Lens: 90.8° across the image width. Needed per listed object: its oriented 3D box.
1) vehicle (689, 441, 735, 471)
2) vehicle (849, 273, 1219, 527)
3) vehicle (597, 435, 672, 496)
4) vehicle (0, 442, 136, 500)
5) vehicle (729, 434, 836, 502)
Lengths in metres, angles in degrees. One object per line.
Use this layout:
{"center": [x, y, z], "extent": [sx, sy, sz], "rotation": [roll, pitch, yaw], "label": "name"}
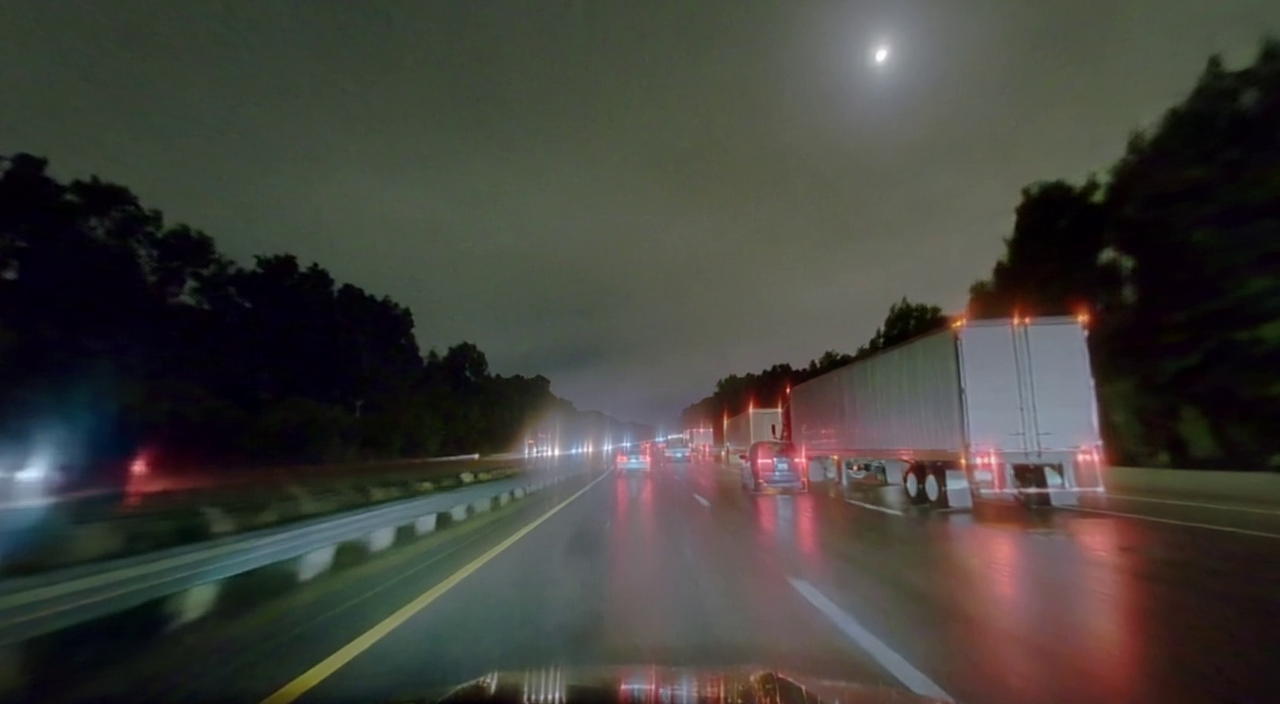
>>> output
{"center": [4.185, 6.086, 37.148], "extent": [2.150, 1.632, 4.260], "rotation": [0, -9, -1], "label": "vehicle"}
{"center": [7.615, 1.366, 14.324], "extent": [2.823, 4.063, 8.485], "rotation": [0, -9, 0], "label": "vehicle"}
{"center": [-0.136, 3.349, 18.842], "extent": [2.023, 1.618, 3.628], "rotation": [0, -9, 0], "label": "vehicle"}
{"center": [-19.564, 3.829, 20.649], "extent": [2.139, 1.674, 4.733], "rotation": [0, -9, 1], "label": "vehicle"}
{"center": [3.686, 3.078, 17.021], "extent": [1.920, 1.594, 3.867], "rotation": [0, -9, -1], "label": "vehicle"}
